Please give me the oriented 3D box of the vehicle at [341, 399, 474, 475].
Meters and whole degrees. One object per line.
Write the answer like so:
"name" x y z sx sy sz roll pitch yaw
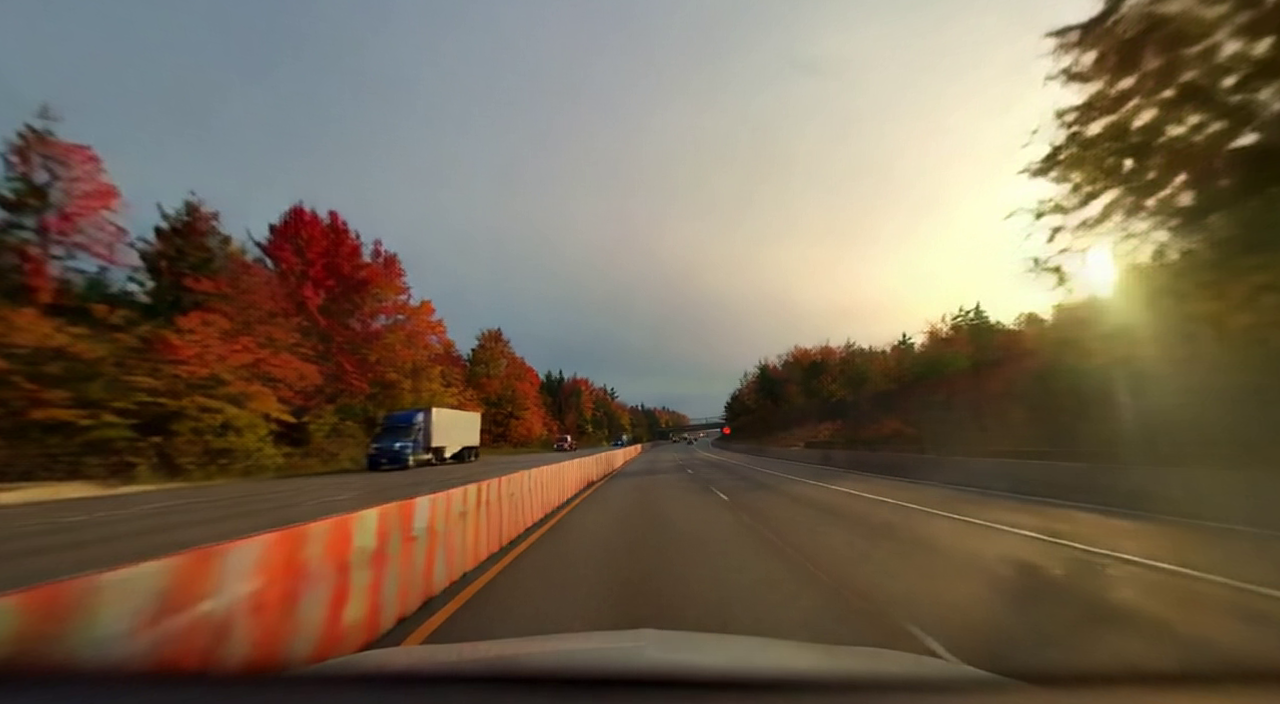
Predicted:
"vehicle" -14.435 5.608 41.076 3.100 4.065 13.948 0 -8 1
